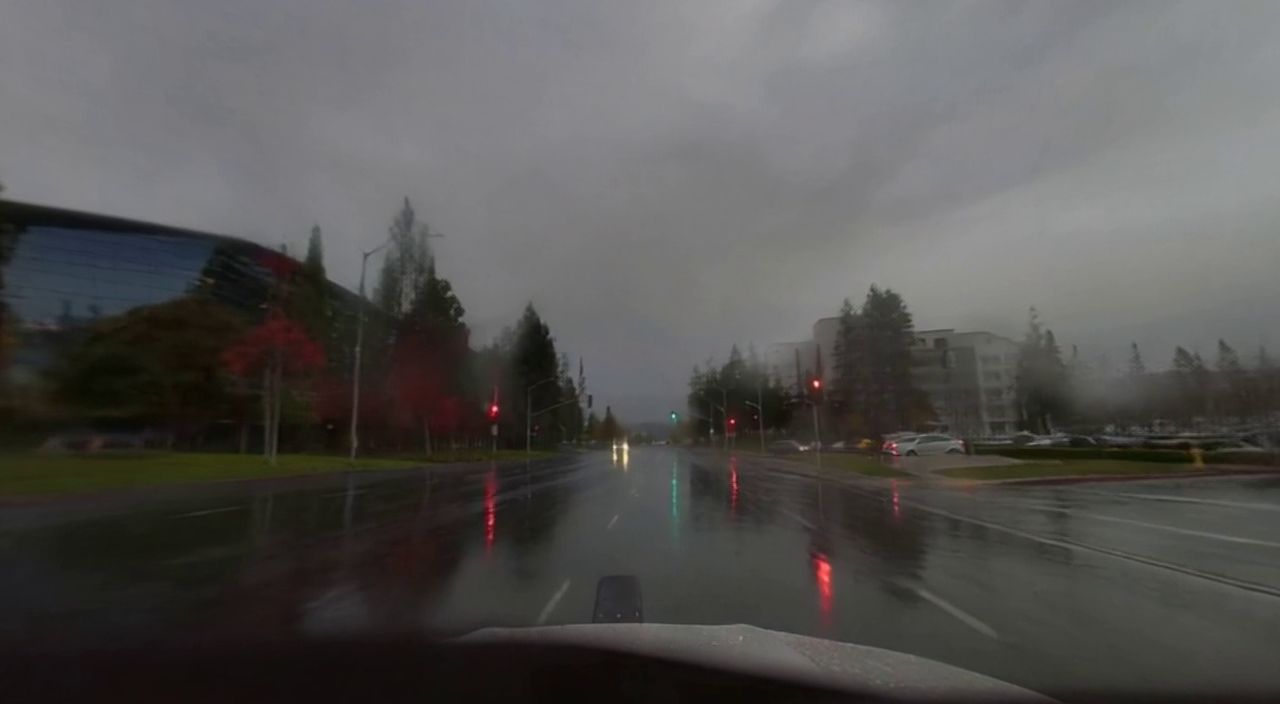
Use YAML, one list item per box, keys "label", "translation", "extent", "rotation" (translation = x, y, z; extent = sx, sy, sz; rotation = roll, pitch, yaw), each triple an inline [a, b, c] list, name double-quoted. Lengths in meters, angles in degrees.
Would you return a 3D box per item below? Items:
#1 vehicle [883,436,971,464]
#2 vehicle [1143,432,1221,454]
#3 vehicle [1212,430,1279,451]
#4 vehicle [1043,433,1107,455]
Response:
- label: "vehicle"
  translation: [15.611, 5.338, 34.605]
  extent: [3.991, 1.437, 1.679]
  rotation: [0, -8, 3]
- label: "vehicle"
  translation: [38.456, 6.475, 45.026]
  extent: [1.828, 1.452, 4.242]
  rotation: [0, -8, 1]
- label: "vehicle"
  translation: [43.354, 6.295, 44.813]
  extent: [1.758, 1.451, 4.282]
  rotation: [0, -8, 2]
- label: "vehicle"
  translation: [30.755, 6.517, 44.887]
  extent: [1.805, 1.466, 4.236]
  rotation: [-1, -8, 4]
